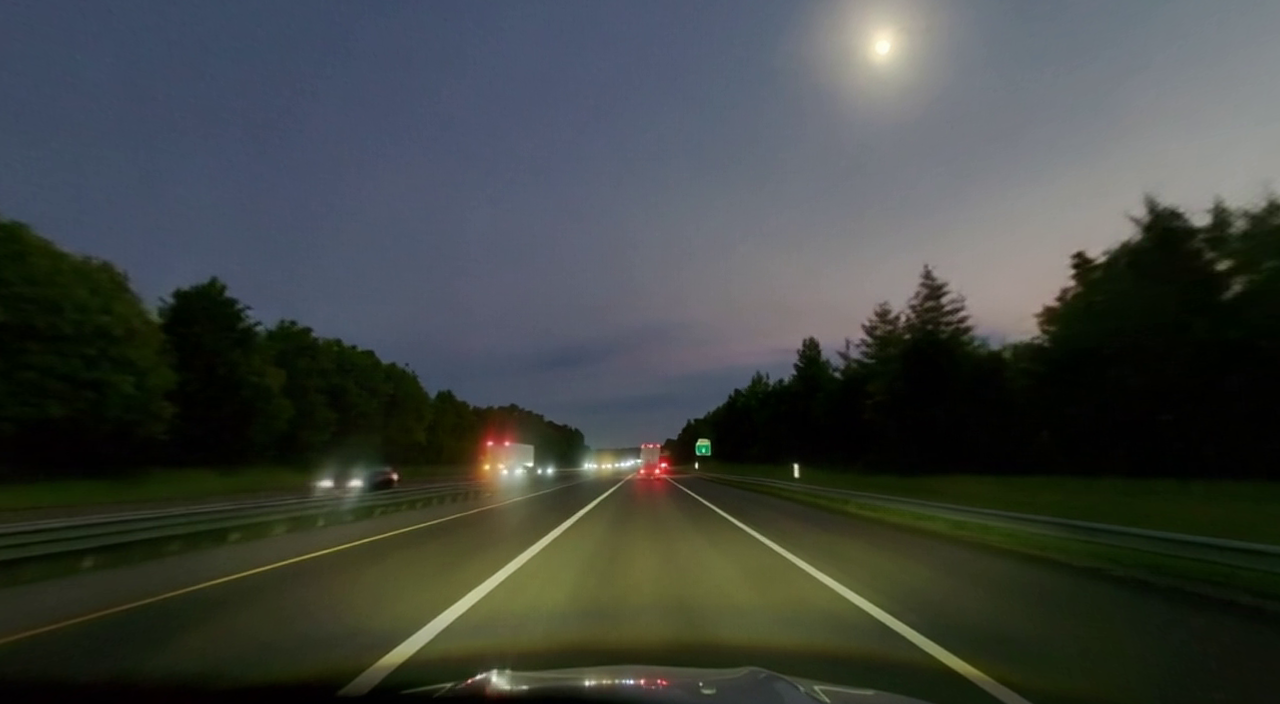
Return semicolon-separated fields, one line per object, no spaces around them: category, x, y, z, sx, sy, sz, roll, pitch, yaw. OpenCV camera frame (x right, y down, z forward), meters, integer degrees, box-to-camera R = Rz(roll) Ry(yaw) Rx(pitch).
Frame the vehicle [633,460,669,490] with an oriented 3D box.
vehicle;0.629;7.325;37.653;2.048;1.663;4.377;1;-10;0

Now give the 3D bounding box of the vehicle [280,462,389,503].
vehicle;-12.292;5.291;25.809;1.883;1.486;4.813;0;-10;2
